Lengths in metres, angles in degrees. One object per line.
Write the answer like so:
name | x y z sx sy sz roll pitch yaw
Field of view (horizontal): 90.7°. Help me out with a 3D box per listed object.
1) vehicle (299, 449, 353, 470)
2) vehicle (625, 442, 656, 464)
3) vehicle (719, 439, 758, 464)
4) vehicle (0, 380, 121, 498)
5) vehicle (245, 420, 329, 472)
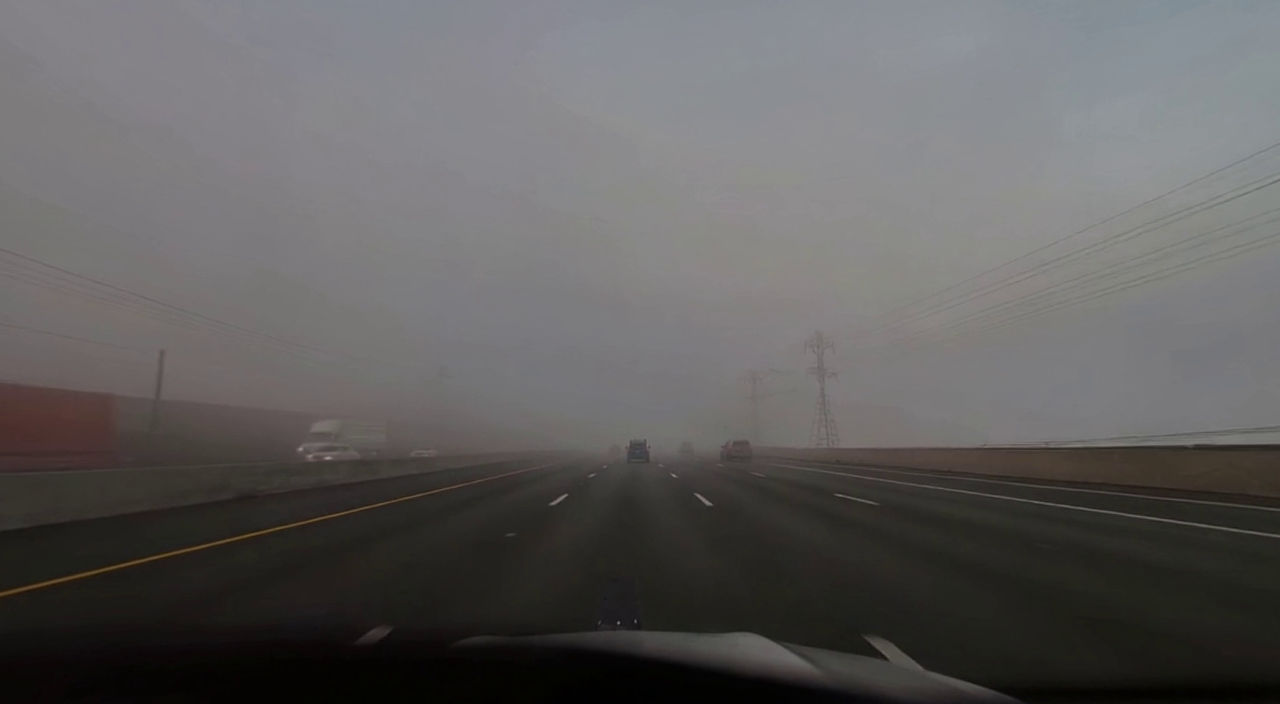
vehicle | -22.967 7.846 46.422 1.953 1.461 3.902 0 -8 0
vehicle | 0.023 7.342 46.052 2.109 1.489 4.027 0 -8 0
vehicle | 7.051 7.190 45.673 2.005 1.687 4.259 0 -8 -1
vehicle | -23.240 2.719 19.799 2.802 3.982 13.268 0 -8 0
vehicle | -26.984 7.234 48.747 2.994 3.687 5.869 0 -8 -1
